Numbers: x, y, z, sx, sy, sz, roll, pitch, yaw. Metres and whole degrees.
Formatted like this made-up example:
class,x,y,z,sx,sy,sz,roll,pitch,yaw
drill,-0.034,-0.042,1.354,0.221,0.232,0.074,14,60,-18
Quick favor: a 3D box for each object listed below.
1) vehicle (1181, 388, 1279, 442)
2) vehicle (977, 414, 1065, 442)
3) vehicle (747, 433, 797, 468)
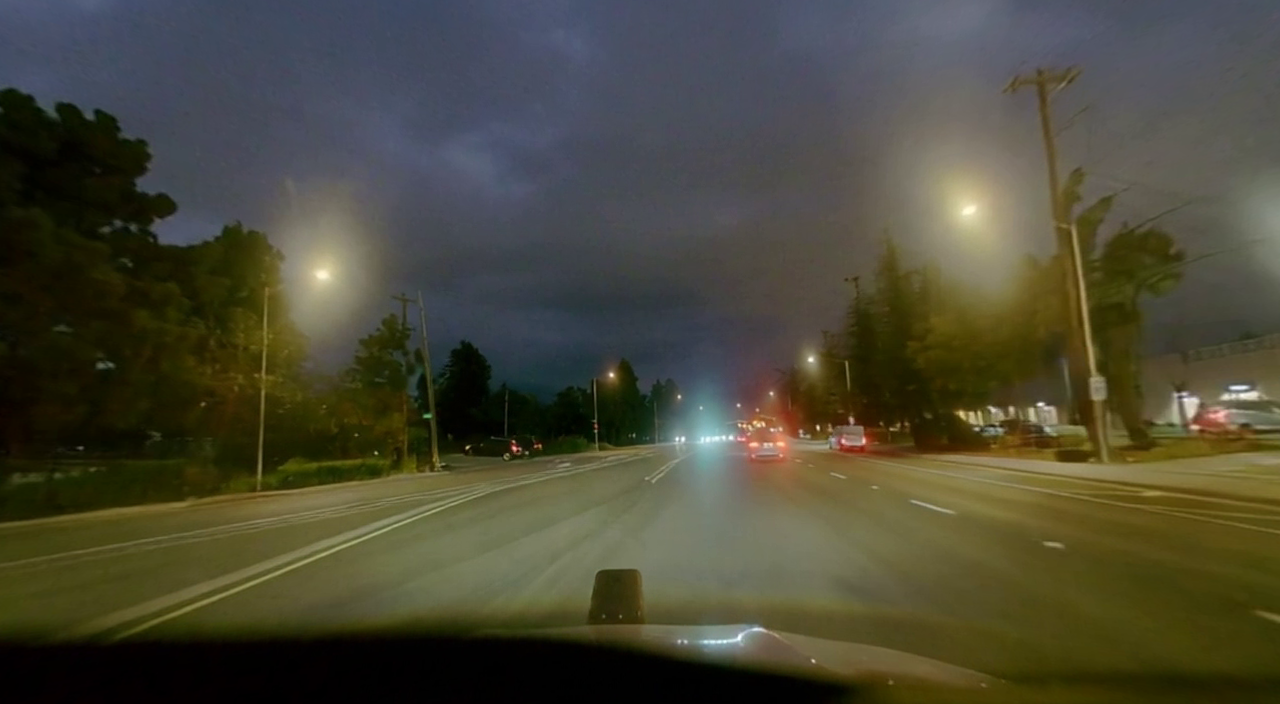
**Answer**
class,x,y,z,sx,sy,sz,roll,pitch,yaw
vehicle,22.914,2.309,22.910,4.359,1.849,2.152,-1,-9,7
vehicle,25.656,5.165,42.720,4.440,1.725,2.255,-1,-9,8
vehicle,6.636,5.026,32.179,2.181,1.639,4.127,-1,-9,7
